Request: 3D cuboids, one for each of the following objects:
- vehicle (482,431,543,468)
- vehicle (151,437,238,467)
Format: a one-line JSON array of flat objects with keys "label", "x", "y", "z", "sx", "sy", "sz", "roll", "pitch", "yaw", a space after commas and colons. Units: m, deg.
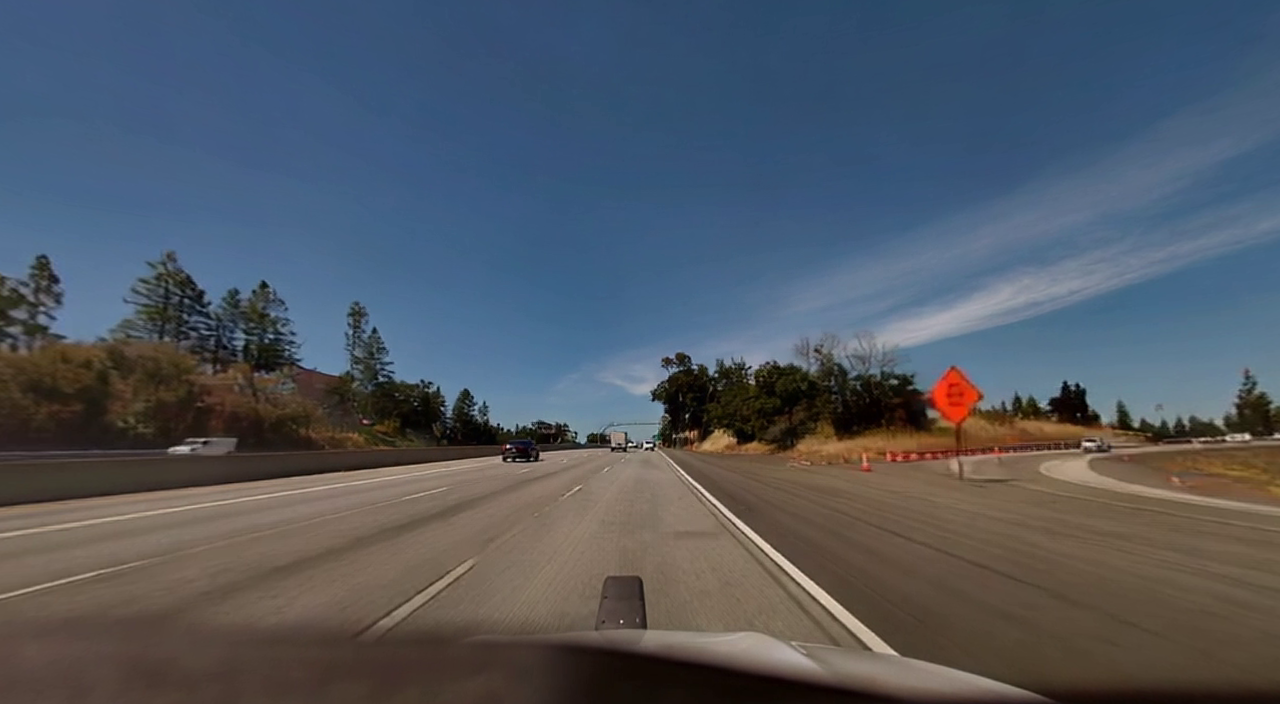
[{"label": "vehicle", "x": -6.601, "y": 5.143, "z": 33.258, "sx": 2.103, "sy": 1.775, "sz": 4.966, "roll": 0, "pitch": -8, "yaw": 1}, {"label": "vehicle", "x": -25.347, "y": 5.682, "z": 35.977, "sx": 1.884, "sy": 1.584, "sz": 3.970, "roll": 0, "pitch": -8, "yaw": 3}]
